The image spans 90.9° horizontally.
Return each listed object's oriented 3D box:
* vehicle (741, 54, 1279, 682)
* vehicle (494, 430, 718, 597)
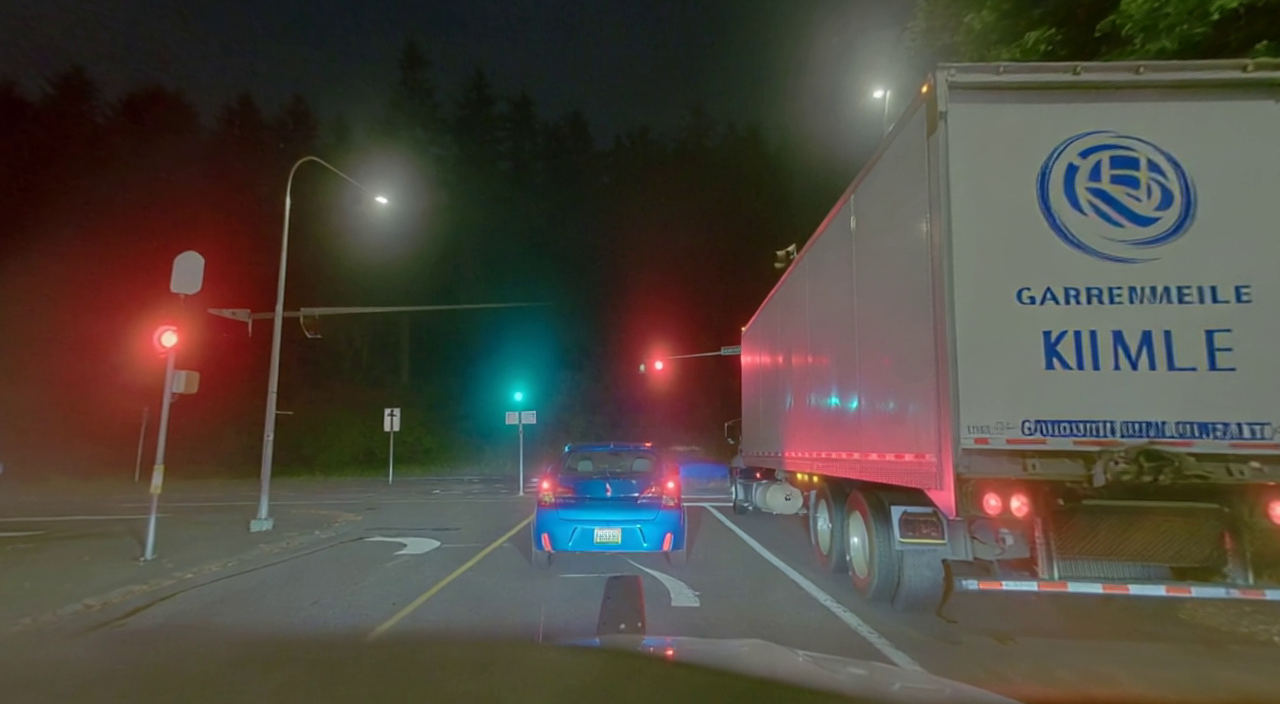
[{"bbox_3d":[3.510,0.706,8.568,2.884,3.753,9.763,0,-9,2],"label":"vehicle"},{"bbox_3d":[-0.337,1.708,7.426,1.975,1.457,3.526,0,-9,-1],"label":"vehicle"}]
